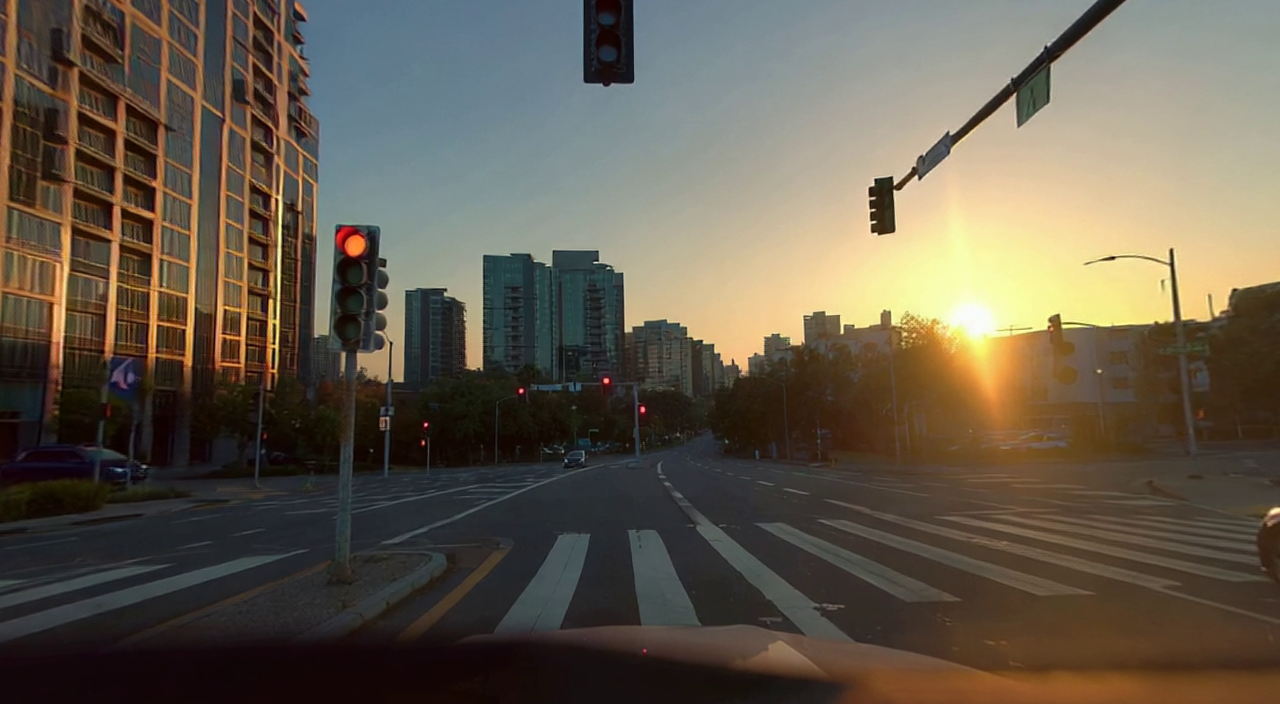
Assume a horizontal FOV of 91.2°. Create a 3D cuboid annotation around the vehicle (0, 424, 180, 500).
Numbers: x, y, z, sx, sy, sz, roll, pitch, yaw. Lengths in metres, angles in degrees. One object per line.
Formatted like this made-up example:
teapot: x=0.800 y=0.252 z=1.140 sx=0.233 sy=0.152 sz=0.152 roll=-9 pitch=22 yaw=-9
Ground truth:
vehicle: x=-24.960 y=4.825 z=27.587 sx=7.088 sy=3.096 sz=2.678 roll=0 pitch=-9 yaw=-1
